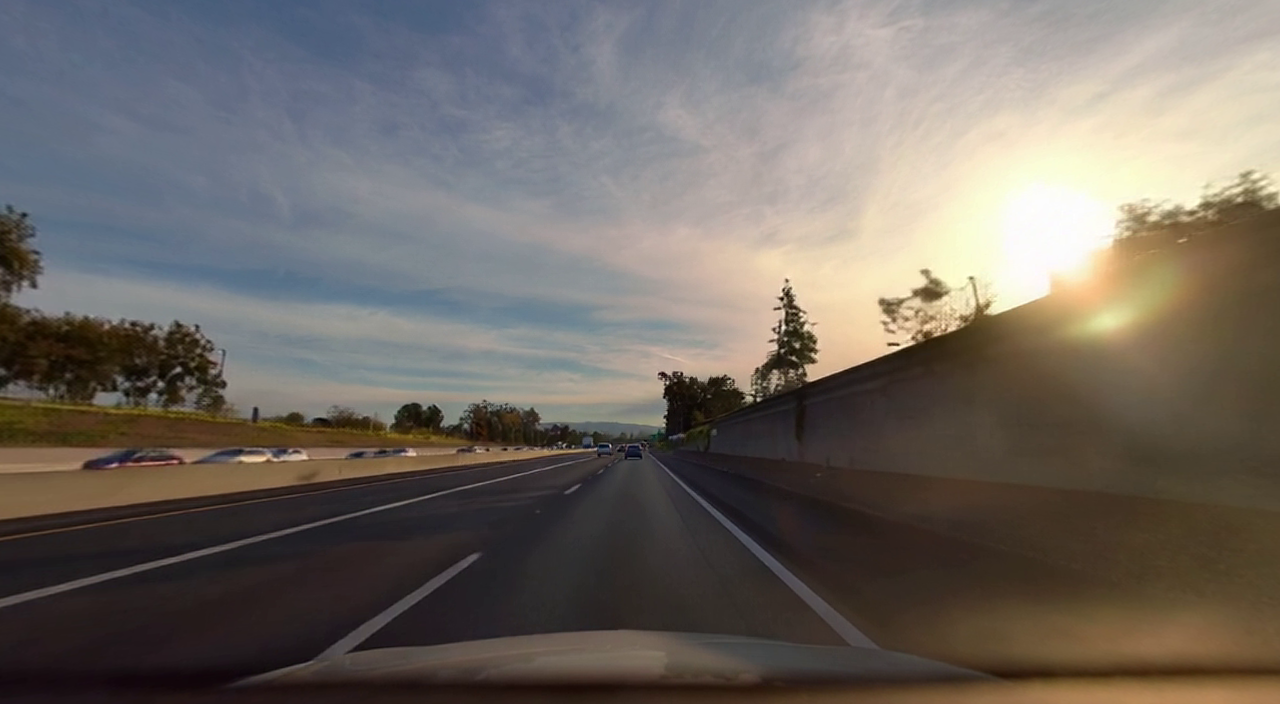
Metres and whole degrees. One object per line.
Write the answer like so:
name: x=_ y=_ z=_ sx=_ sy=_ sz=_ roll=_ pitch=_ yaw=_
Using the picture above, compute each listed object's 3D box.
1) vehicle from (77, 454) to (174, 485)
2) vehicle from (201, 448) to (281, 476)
vehicle: x=-29.696 y=6.777 z=36.537 sx=1.897 sy=1.599 sz=4.359 roll=0 pitch=-9 yaw=0
vehicle: x=-25.564 y=7.021 z=40.598 sx=1.961 sy=1.669 sz=4.780 roll=0 pitch=-9 yaw=1
